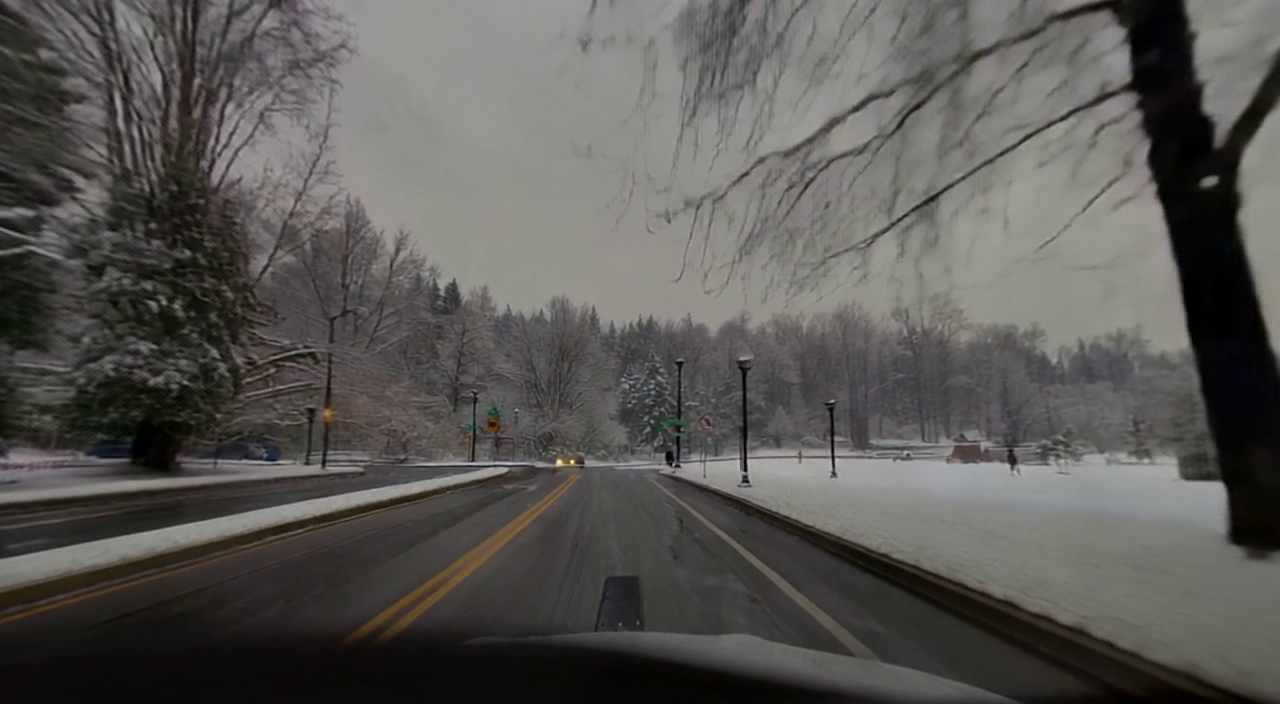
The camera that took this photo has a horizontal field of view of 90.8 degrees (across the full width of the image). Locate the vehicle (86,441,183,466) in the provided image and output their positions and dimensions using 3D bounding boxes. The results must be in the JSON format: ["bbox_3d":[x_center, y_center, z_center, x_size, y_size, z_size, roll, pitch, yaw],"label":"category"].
[{"bbox_3d":[-32.130,6.457,40.257,4.534,1.488,1.930,-1,-9,2],"label":"vehicle"}]

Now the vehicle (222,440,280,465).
[{"bbox_3d":[-29.962,7.739,48.837,1.922,1.805,4.208,0,-9,-3],"label":"vehicle"}]
